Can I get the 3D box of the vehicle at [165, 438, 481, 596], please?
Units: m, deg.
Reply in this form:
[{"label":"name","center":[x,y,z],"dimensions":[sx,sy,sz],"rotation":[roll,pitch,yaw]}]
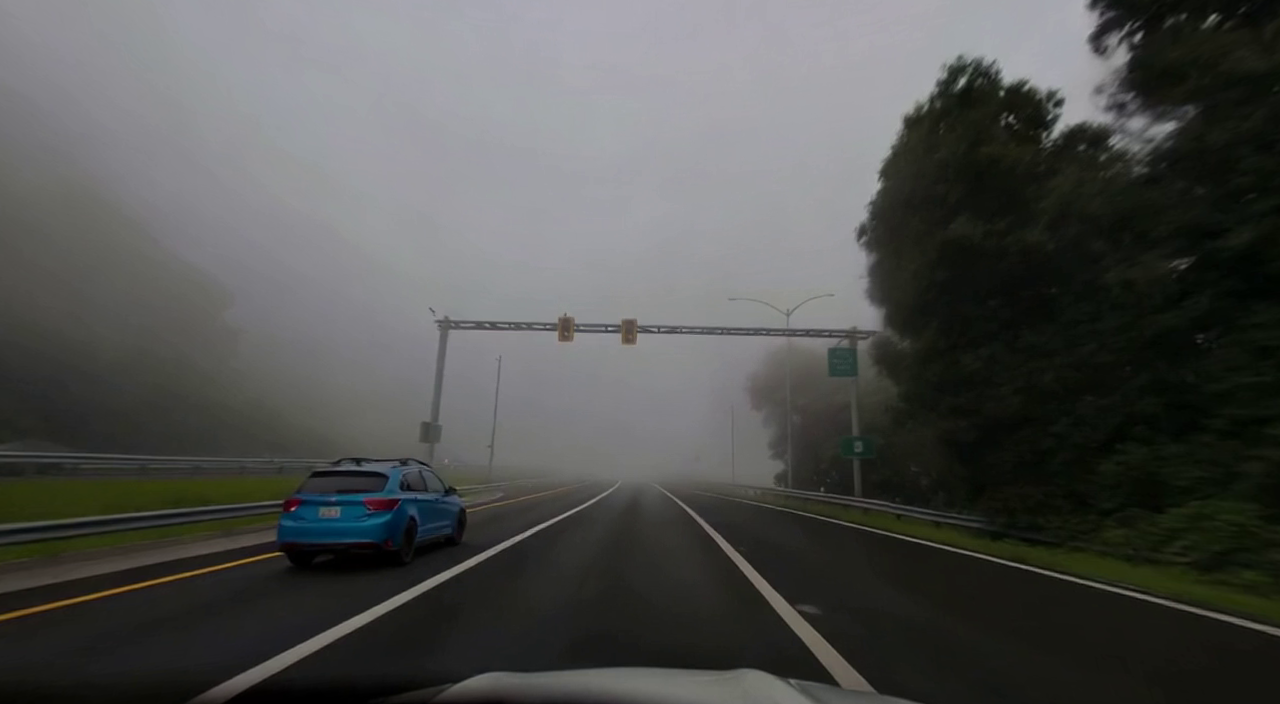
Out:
[{"label":"vehicle","center":[-3.775,2.070,8.625],"dimensions":[1.967,1.556,4.364],"rotation":[0,-10,1]}]
